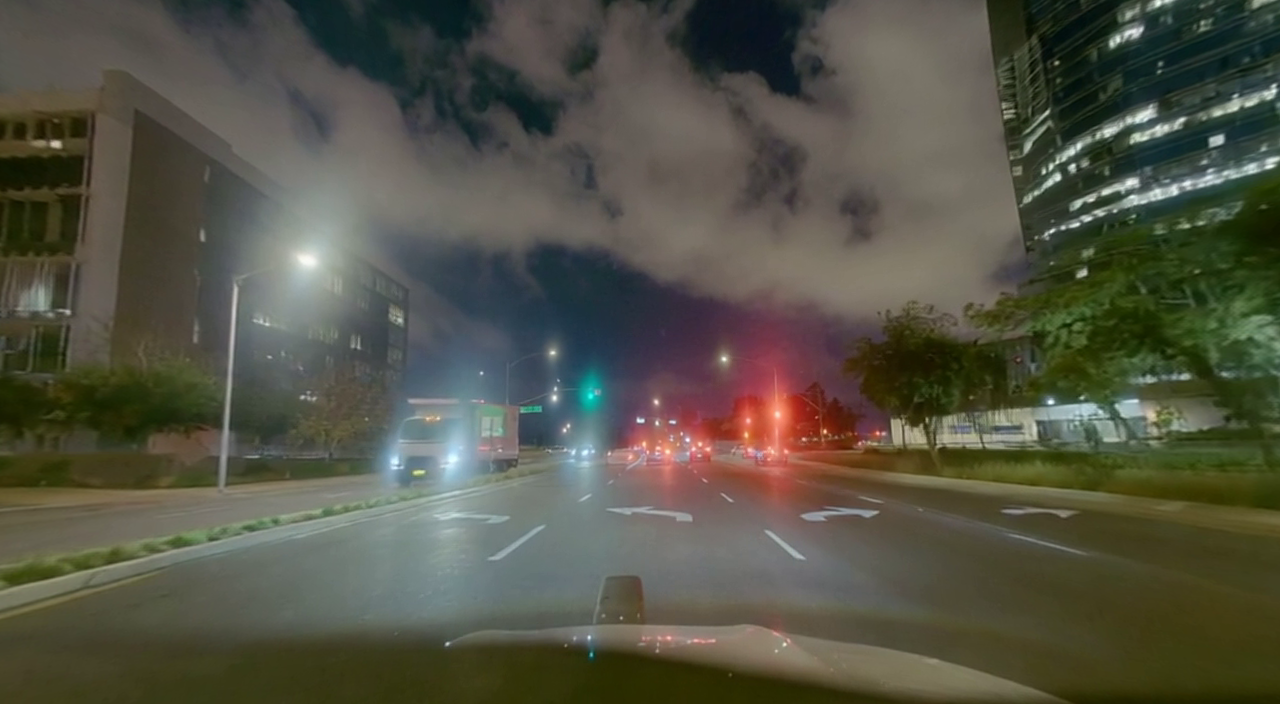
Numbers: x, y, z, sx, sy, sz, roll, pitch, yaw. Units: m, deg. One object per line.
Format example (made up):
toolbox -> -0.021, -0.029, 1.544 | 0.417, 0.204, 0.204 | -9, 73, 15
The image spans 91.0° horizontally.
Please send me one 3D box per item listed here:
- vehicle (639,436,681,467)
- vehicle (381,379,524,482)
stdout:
vehicle -> 1.273, 6.443, 40.912 | 2.601, 1.878, 4.535 | 0, -9, 1
vehicle -> -8.235, 3.876, 29.870 | 3.065, 3.928, 11.252 | 0, -9, 1
